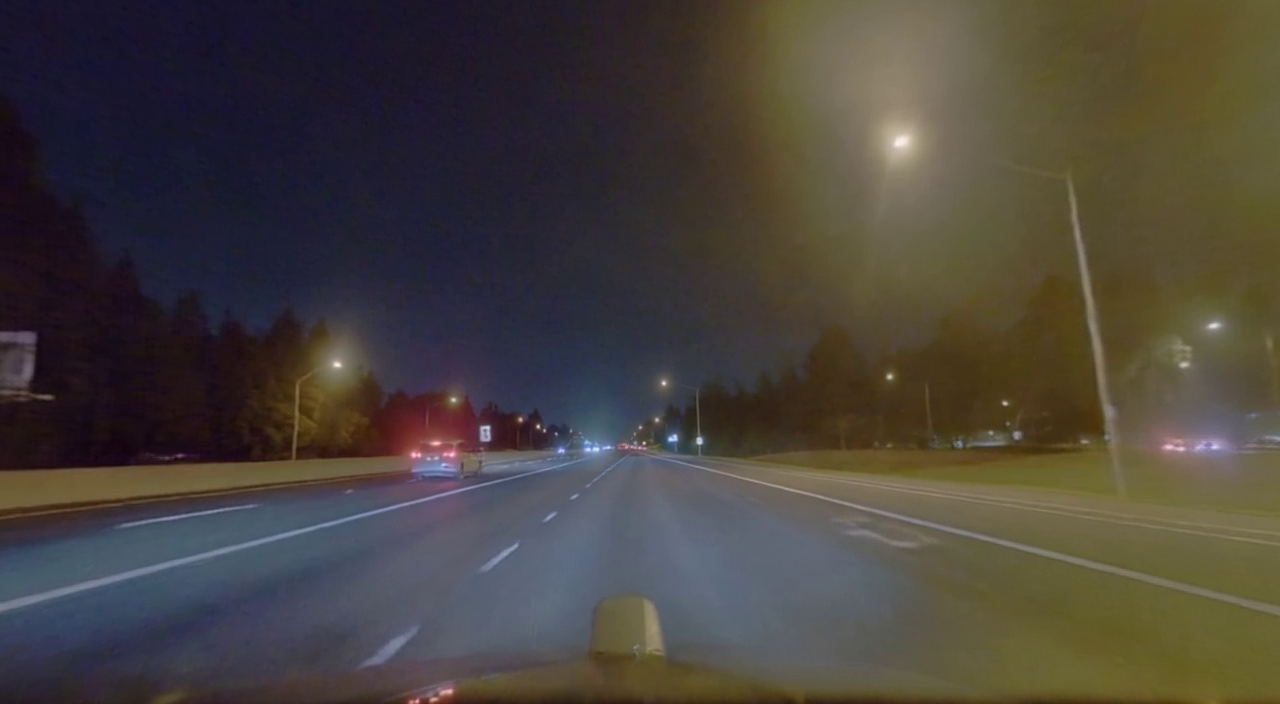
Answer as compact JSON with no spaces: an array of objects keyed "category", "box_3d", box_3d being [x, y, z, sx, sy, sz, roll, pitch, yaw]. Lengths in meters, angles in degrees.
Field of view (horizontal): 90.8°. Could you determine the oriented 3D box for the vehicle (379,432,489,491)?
[{"category":"vehicle","box_3d":[-7.052,3.792,22.280,2.231,1.807,4.758,0,-8,0]}]
